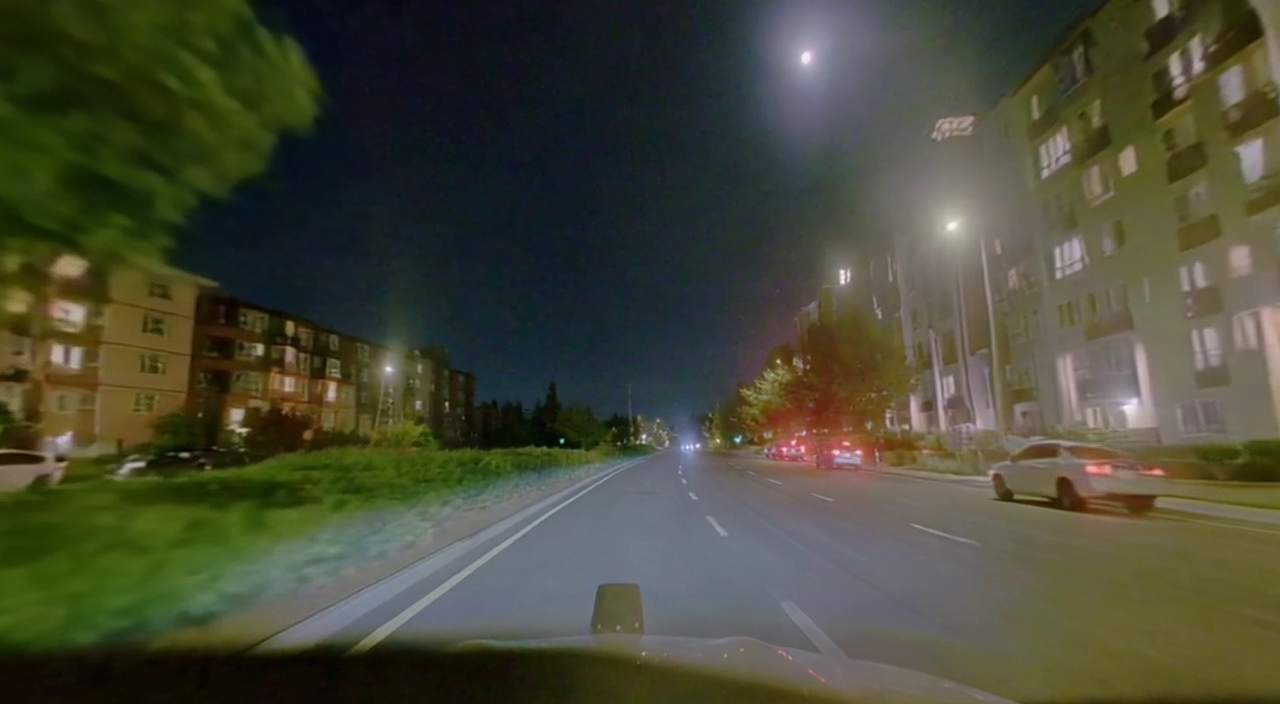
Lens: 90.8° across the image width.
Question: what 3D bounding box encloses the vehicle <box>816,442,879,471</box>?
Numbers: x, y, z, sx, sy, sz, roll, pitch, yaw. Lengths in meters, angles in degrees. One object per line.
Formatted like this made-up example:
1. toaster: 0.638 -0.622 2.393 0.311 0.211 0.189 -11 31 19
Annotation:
1. vehicle: 11.166 5.650 34.299 1.897 1.455 4.586 0 -8 1

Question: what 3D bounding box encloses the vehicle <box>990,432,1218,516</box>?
1. vehicle: 10.350 2.722 14.672 1.992 1.615 4.460 0 -8 2

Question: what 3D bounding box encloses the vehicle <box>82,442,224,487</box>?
1. vehicle: -18.799 4.402 24.716 2.003 1.505 4.332 -2 -10 2
